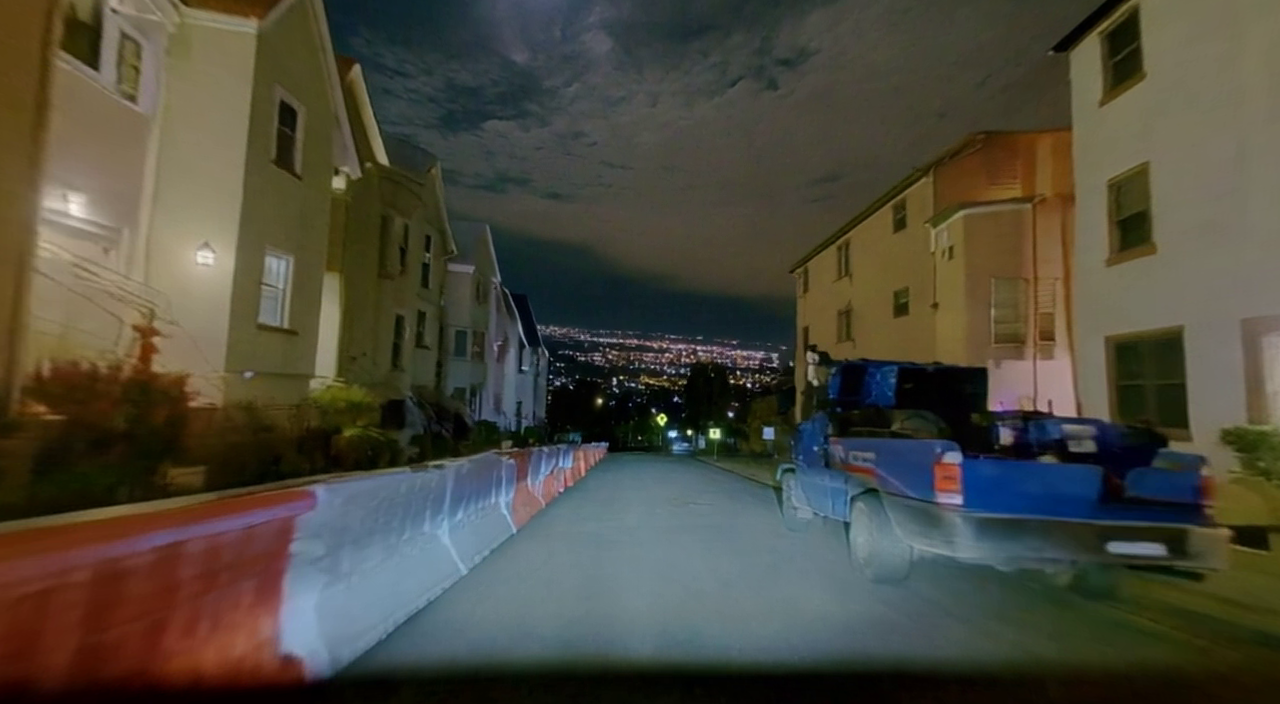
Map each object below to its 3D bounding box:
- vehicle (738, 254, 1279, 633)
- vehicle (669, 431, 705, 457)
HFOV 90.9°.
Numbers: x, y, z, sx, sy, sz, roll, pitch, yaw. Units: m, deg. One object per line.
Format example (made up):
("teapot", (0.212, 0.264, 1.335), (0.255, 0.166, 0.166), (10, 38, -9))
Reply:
("vehicle", (3.250, 1.033, 7.793), (2.879, 2.801, 6.142), (0, -7, -2))
("vehicle", (3.267, 6.416, 44.258), (2.066, 1.739, 4.234), (0, -7, -2))
